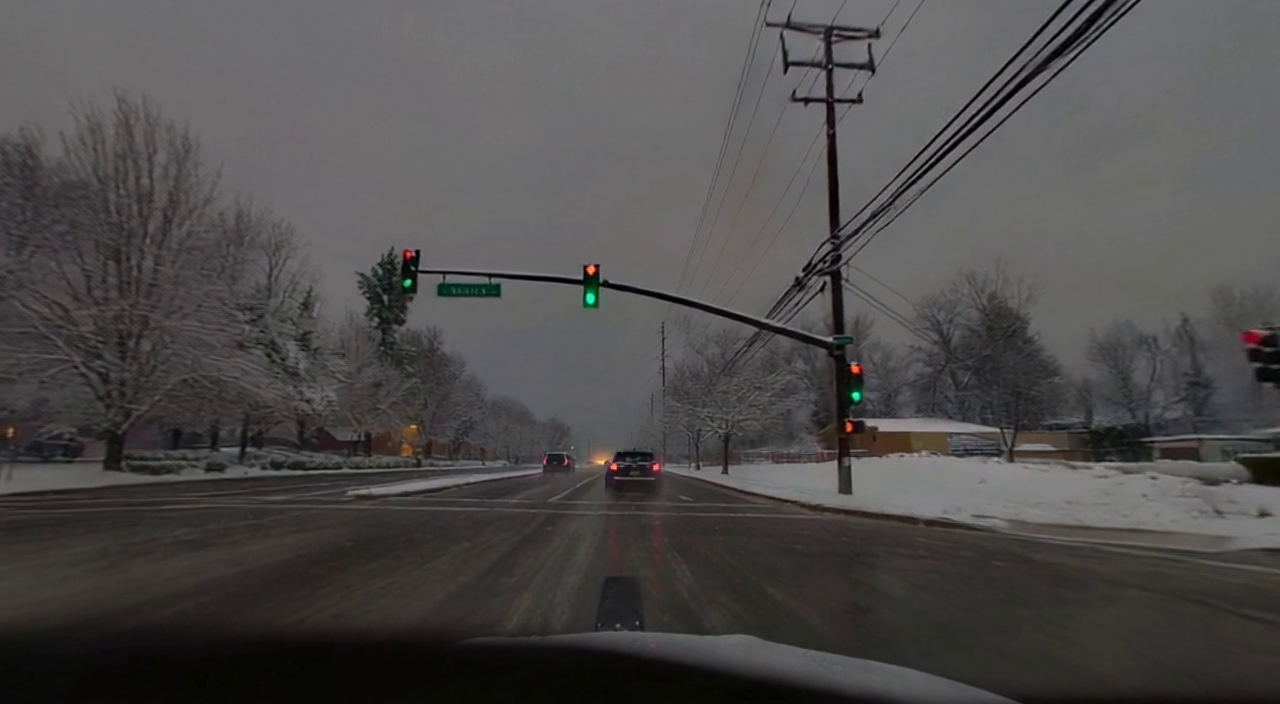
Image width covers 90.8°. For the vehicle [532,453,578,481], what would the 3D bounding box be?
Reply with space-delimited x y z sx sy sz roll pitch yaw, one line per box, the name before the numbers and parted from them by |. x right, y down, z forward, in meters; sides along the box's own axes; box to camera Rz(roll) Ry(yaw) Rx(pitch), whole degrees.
vehicle | -4.972 6.791 37.561 2.153 1.474 4.284 0 -9 0

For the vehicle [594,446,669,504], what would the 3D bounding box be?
vehicle | -0.291 3.859 20.192 2.156 1.636 3.923 1 -9 -1
